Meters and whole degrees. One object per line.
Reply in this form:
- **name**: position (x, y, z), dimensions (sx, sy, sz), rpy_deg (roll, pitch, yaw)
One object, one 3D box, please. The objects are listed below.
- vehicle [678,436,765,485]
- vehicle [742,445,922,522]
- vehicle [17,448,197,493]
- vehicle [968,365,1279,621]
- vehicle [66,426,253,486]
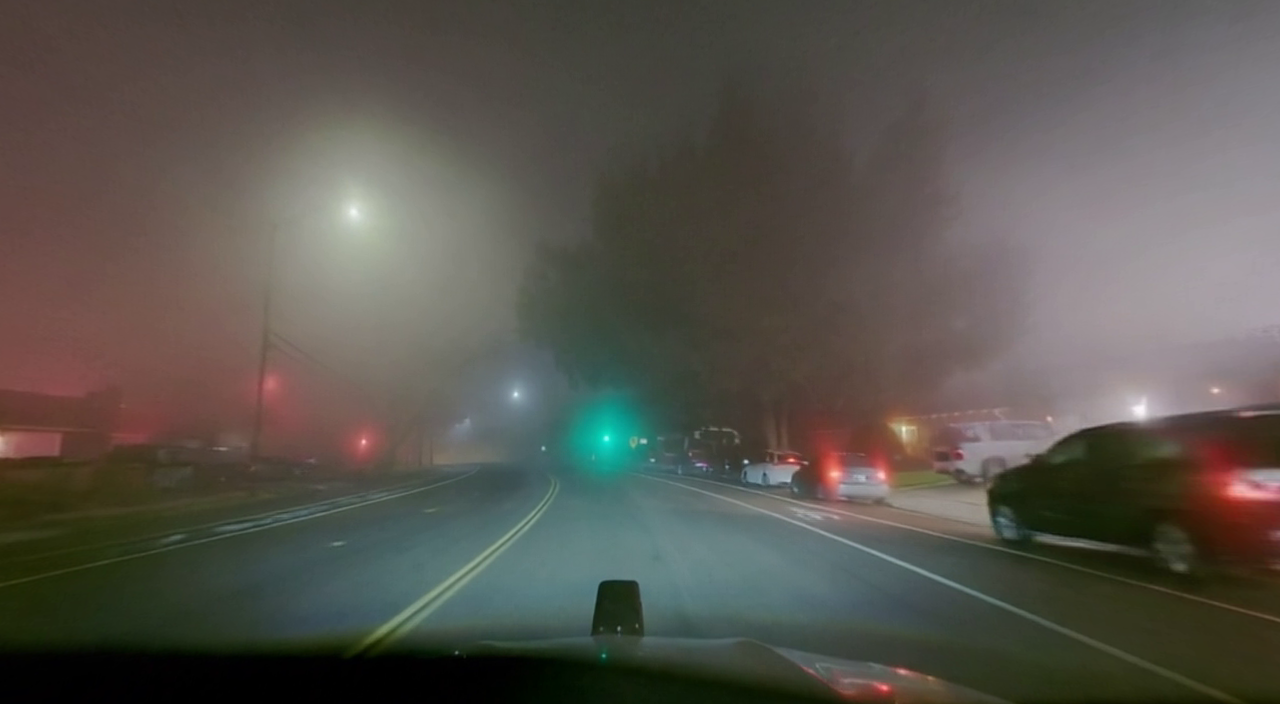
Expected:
- **vehicle**: position (3.798, 5.281, 31.204), dimensions (2.670, 2.085, 6.775), rpy_deg (1, -9, -7)
- **vehicle**: position (4.882, 3.394, 17.133), dimensions (2.713, 1.671, 4.939), rpy_deg (1, -8, -9)
- **vehicle**: position (-19.168, 4.253, 22.969), dimensions (4.502, 1.511, 1.939), rpy_deg (2, -9, -12)
- **vehicle**: position (6.421, 1.501, 7.441), dimensions (2.305, 2.111, 4.965), rpy_deg (0, -9, -1)
- **vehicle**: position (-20.146, 4.402, 26.845), dimensions (5.680, 2.354, 2.326), rpy_deg (2, -10, -13)
